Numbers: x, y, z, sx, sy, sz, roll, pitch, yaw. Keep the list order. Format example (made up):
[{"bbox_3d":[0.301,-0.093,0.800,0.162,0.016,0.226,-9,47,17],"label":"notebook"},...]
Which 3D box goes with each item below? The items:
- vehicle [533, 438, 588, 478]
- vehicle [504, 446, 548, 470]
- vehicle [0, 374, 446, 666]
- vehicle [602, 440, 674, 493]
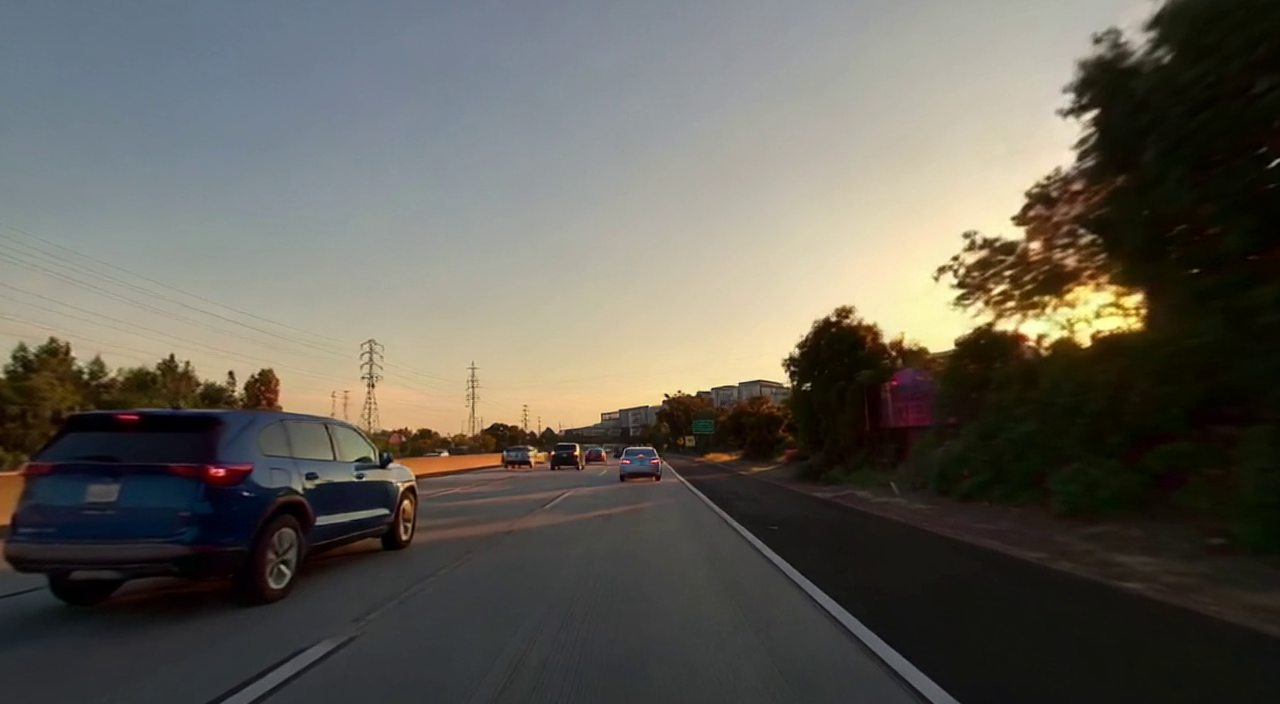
[{"bbox_3d":[-3.721,5.051,30.302,1.993,1.717,4.321,0,-9,1],"label":"vehicle"},{"bbox_3d":[-7.312,6.825,40.951,1.902,1.467,4.574,-1,-8,2],"label":"vehicle"},{"bbox_3d":[-3.729,1.369,6.222,2.133,1.789,4.518,0,-8,1],"label":"vehicle"},{"bbox_3d":[-0.069,3.567,19.962,2.047,1.473,3.978,0,-8,0],"label":"vehicle"}]
